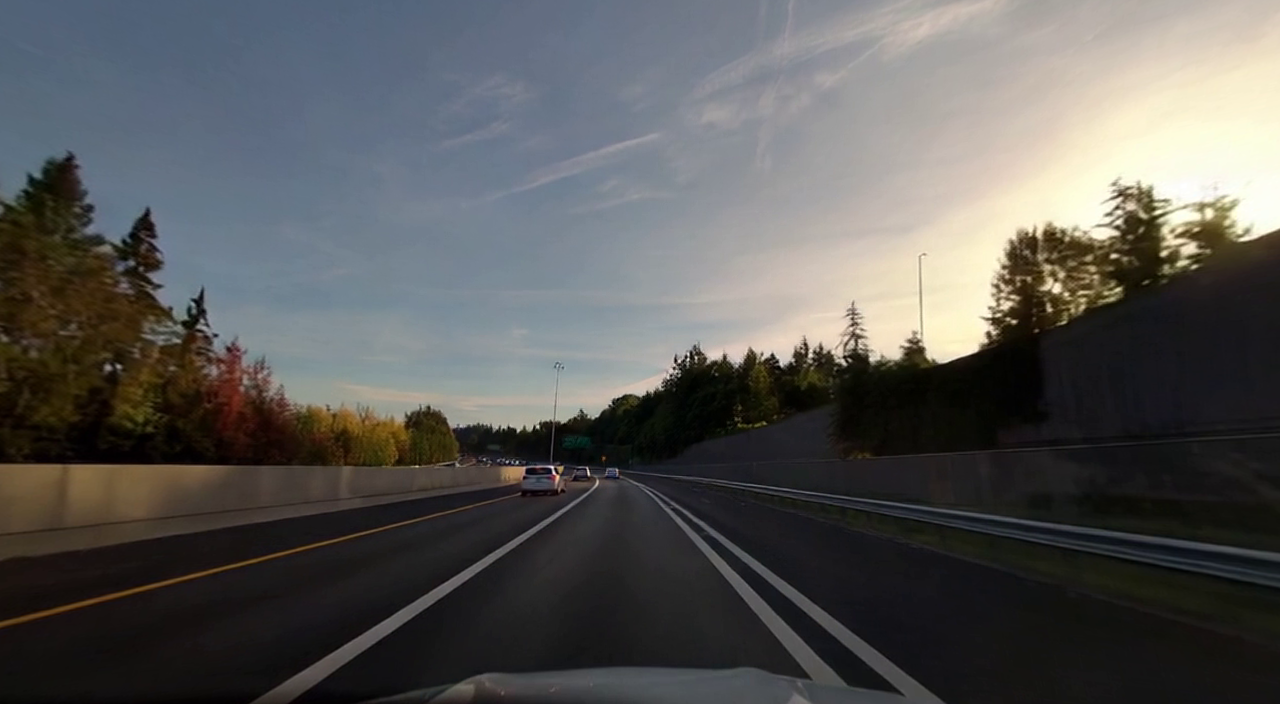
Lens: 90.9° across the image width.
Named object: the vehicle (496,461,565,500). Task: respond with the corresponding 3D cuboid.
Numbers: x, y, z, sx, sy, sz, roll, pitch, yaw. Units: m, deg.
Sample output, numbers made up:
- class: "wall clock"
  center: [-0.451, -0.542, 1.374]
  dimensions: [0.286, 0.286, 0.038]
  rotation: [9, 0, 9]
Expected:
- class: "vehicle"
  center: [-4.907, 5.864, 28.961]
  dimensions: [2.328, 1.559, 5.041]
  rotation: [1, -11, -1]
